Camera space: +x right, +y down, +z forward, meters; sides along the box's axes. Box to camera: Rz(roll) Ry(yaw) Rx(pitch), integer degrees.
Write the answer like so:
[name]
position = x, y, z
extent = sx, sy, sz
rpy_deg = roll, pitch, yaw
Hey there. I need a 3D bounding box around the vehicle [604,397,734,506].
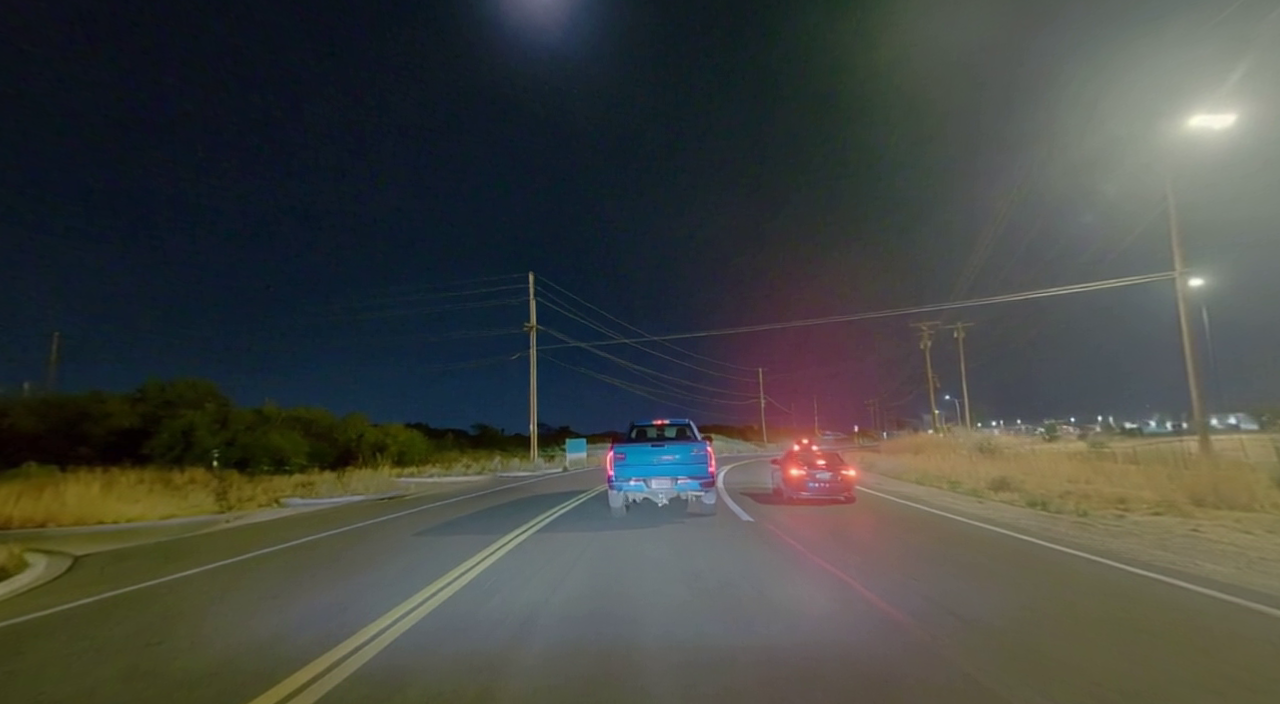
[vehicle]
position = 0.759, 2.498, 16.104
extent = 2.693, 2.223, 5.885
rpy_deg = -1, -8, 3
